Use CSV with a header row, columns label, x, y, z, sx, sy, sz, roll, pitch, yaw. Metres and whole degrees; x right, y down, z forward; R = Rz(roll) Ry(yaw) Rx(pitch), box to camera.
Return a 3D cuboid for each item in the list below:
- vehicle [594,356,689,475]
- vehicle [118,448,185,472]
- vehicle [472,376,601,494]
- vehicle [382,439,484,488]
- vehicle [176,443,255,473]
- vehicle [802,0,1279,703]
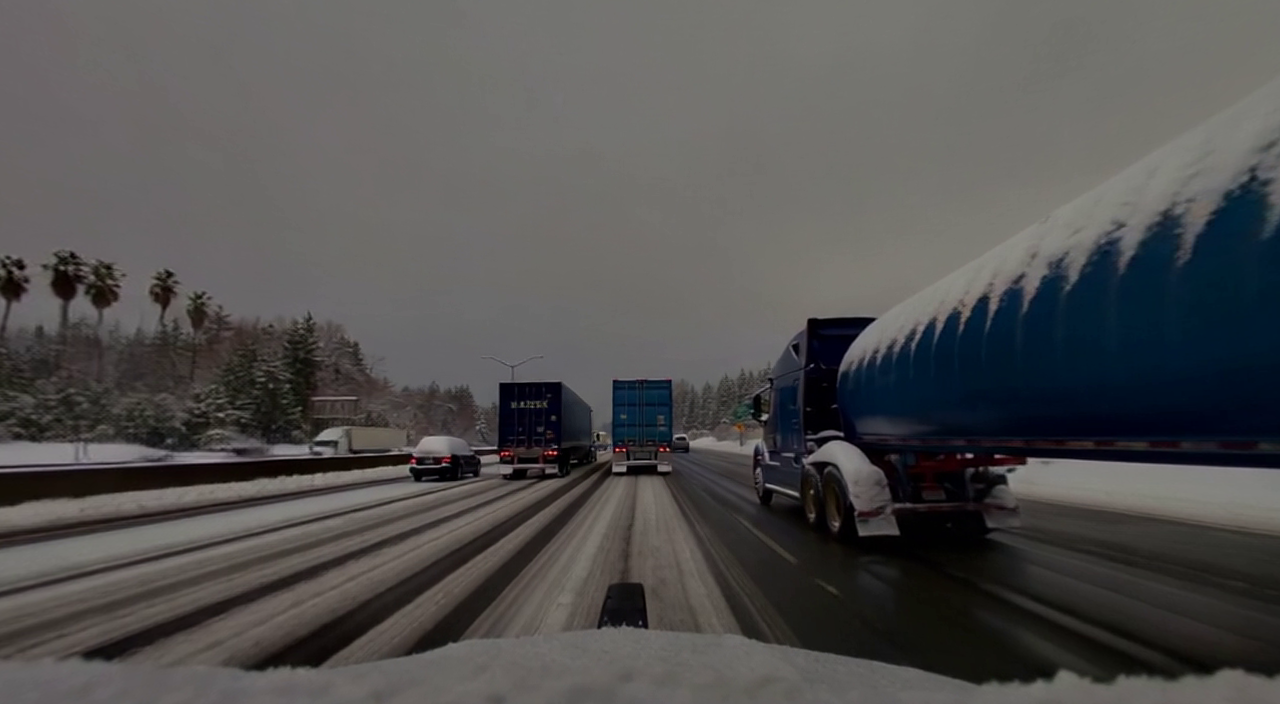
label,x,y,z,sx,sy,sz,roll,pitch,yaw
vehicle,0.092,3.470,29.790,3.097,3.856,18.209,-1,-9,0
vehicle,-31.712,7.003,41.043,1.569,1.389,3.433,0,-8,1
vehicle,-3.216,3.083,23.083,2.786,3.228,11.082,0,-8,0
vehicle,-6.844,3.719,21.429,1.916,1.465,4.451,0,-8,1
vehicle,-20.213,5.047,30.177,1.435,1.333,3.228,0,-8,1
vehicle,4.322,-0.092,4.135,2.887,4.178,14.553,0,-8,1
